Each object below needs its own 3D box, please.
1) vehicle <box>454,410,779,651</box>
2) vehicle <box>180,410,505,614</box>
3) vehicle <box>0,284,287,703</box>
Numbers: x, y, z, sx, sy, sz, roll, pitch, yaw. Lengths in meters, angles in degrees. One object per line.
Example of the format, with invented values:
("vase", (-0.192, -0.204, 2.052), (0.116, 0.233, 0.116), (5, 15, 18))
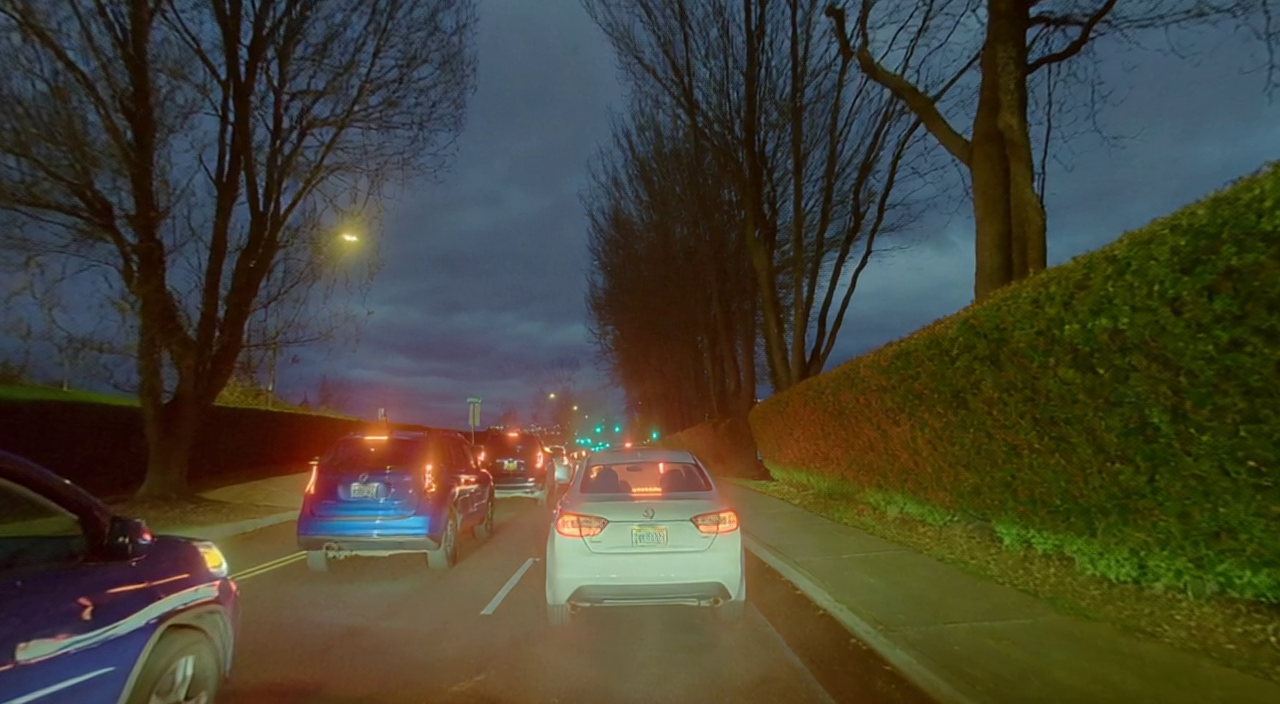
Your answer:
("vehicle", (-0.178, 1.504, 6.257), (2.154, 1.581, 4.007), (0, -9, -1))
("vehicle", (-3.406, 1.866, 8.336), (2.256, 1.728, 4.421), (-6, -8, -2))
("vehicle", (-3.282, 0.684, 1.265), (2.205, 1.913, 5.327), (-6, -8, -2))
